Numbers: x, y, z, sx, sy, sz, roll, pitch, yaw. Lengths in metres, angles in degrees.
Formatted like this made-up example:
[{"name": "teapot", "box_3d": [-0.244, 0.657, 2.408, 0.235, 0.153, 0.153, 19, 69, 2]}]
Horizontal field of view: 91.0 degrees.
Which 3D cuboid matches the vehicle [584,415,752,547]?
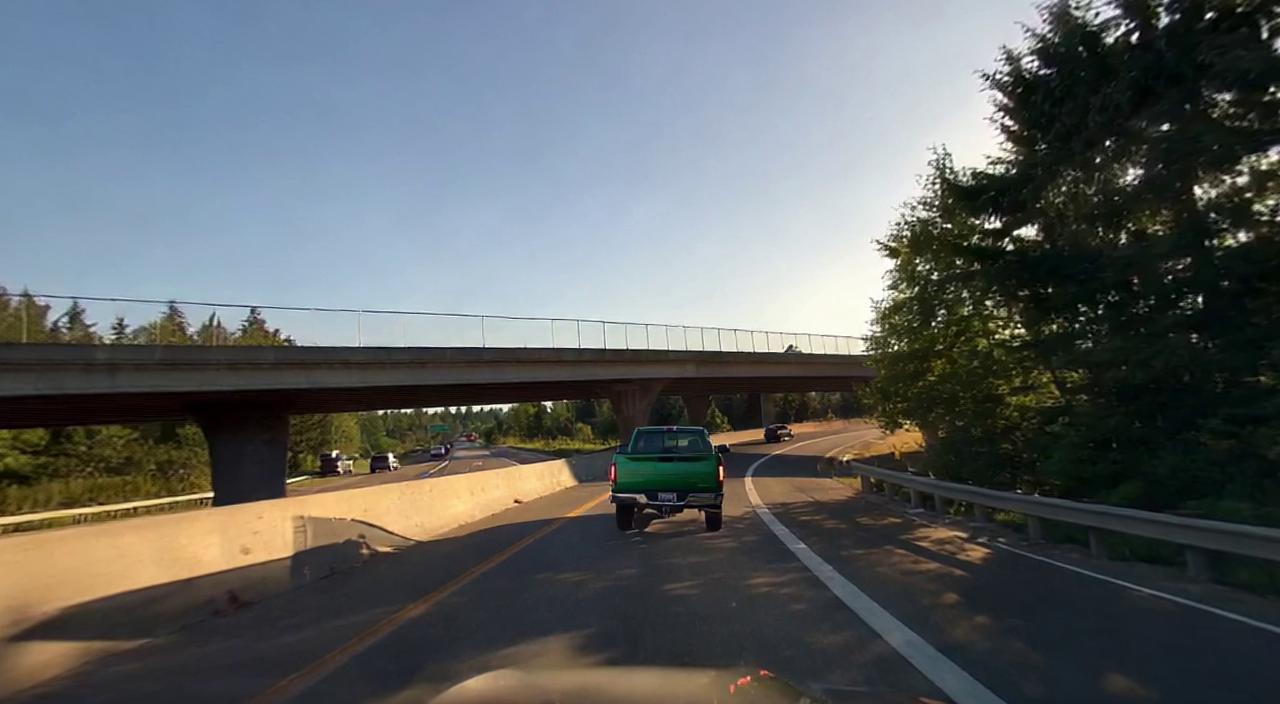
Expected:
[{"name": "vehicle", "box_3d": [0.533, 2.042, 10.642, 2.235, 1.716, 4.435, -1, -9, 4]}]
